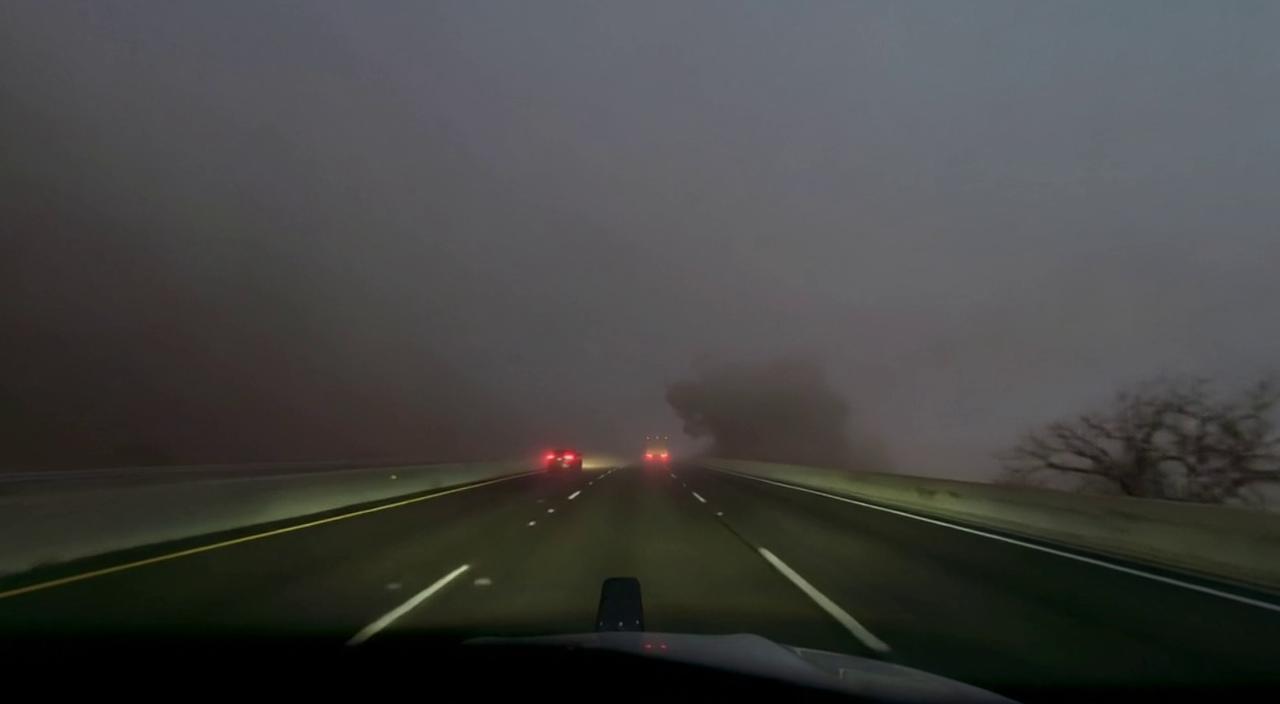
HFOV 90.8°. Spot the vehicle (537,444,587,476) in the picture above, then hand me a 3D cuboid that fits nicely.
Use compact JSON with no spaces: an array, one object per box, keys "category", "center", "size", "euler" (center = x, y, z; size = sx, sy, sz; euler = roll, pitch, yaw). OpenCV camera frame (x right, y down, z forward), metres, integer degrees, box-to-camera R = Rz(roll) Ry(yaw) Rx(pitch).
[{"category":"vehicle","center":[-4.105,5.719,33.681],"size":[2.035,1.595,4.022],"euler":[0,-9,2]}]
